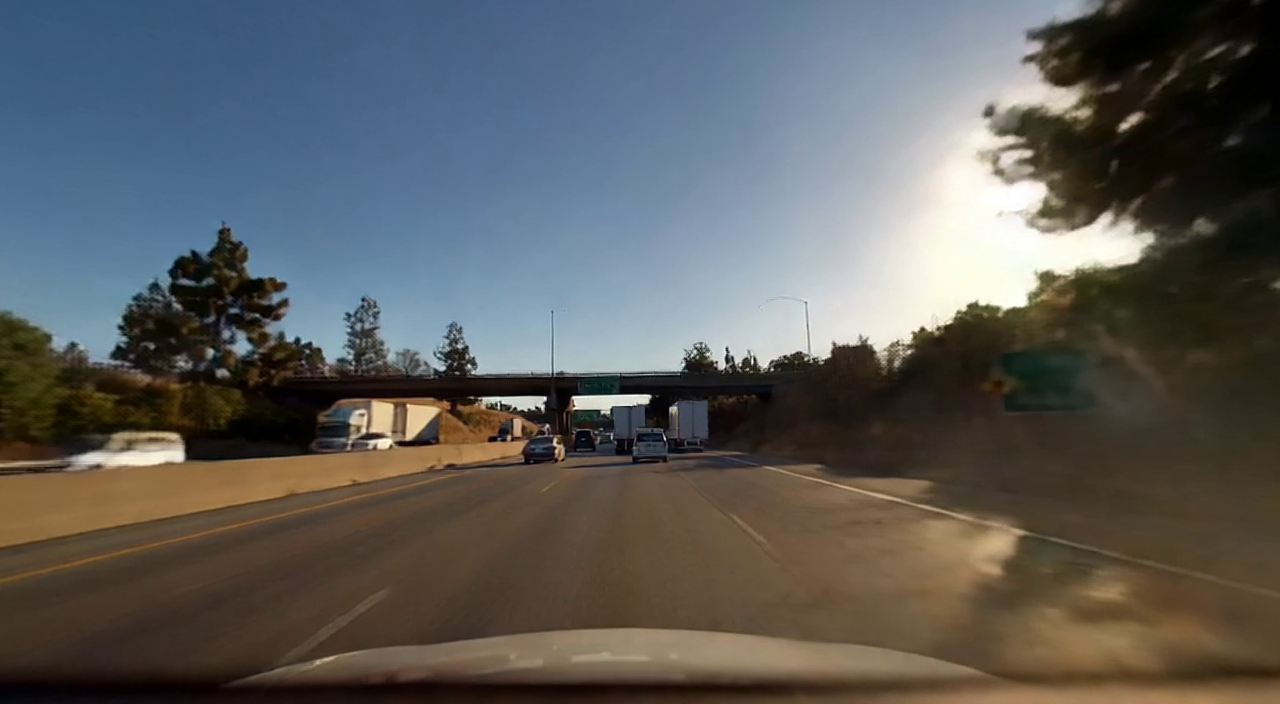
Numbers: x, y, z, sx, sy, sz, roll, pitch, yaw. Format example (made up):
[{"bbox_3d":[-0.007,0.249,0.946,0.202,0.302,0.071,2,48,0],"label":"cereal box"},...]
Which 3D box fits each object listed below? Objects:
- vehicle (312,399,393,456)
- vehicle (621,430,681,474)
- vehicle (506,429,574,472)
[{"bbox_3d":[-21.353,5.720,47.213,3.051,3.954,6.368,0,-8,-1],"label":"vehicle"},{"bbox_3d":[0.336,3.719,23.706,2.059,1.522,3.693,0,-8,-1],"label":"vehicle"},{"bbox_3d":[-3.870,3.893,25.219,1.979,1.527,4.754,0,-8,-1],"label":"vehicle"}]
